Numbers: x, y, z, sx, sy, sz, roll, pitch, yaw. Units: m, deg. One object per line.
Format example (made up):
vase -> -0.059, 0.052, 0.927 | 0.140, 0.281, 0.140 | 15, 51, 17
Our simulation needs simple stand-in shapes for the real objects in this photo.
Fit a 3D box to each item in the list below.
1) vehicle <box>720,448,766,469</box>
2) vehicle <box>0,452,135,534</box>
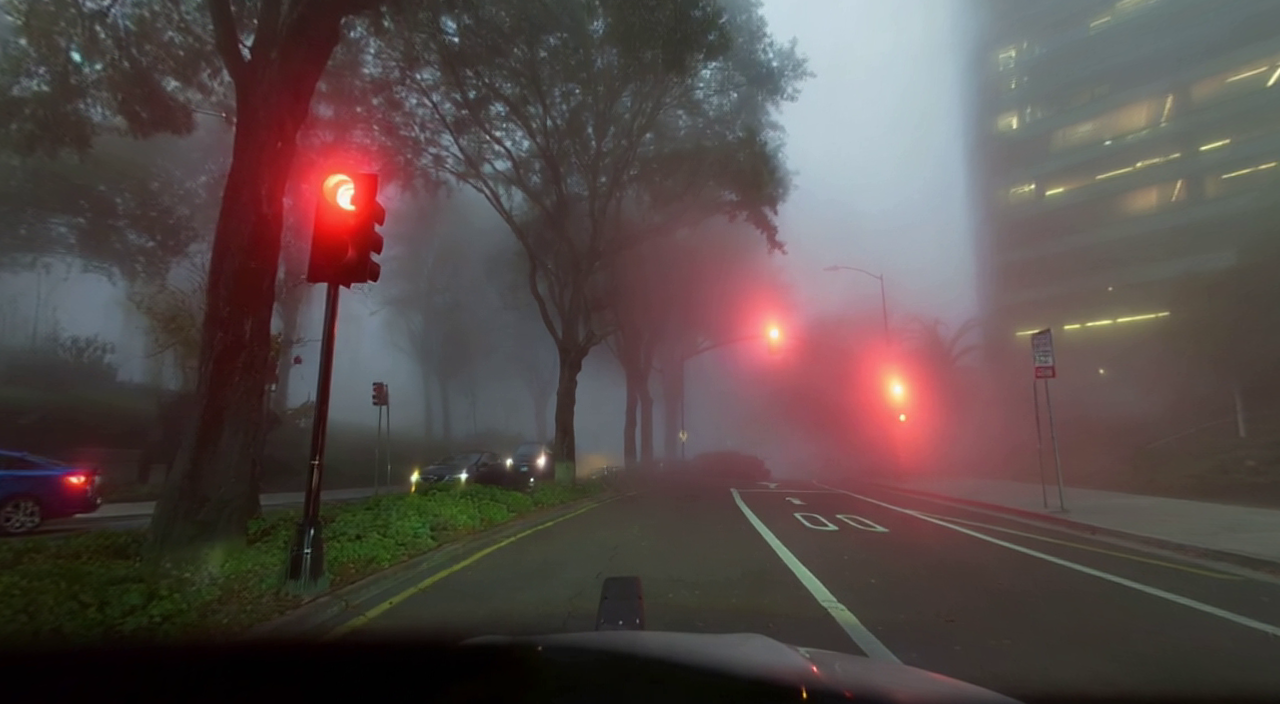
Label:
vehicle -> 7.857, 8.129, 48.414 | 1.829, 1.440, 4.384 | 2, -9, -14
vehicle -> -12.860, 2.715, 12.270 | 4.598, 1.490, 1.816 | 7, -11, -40
